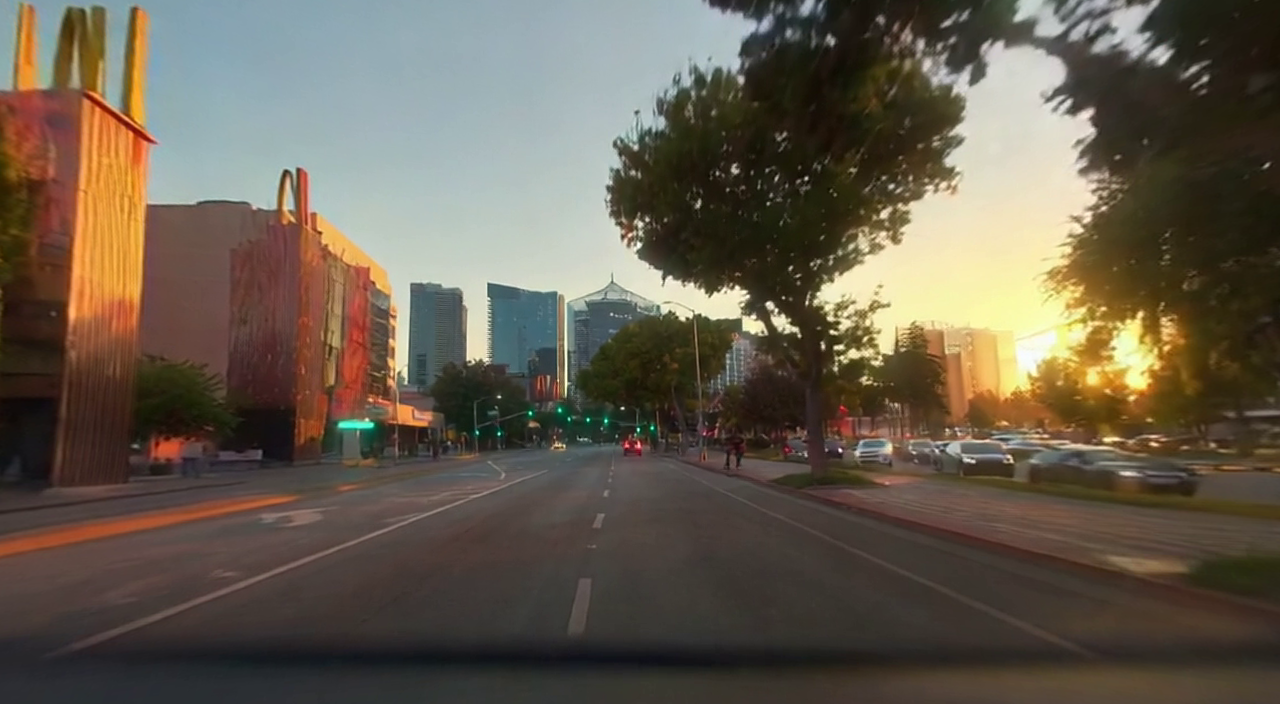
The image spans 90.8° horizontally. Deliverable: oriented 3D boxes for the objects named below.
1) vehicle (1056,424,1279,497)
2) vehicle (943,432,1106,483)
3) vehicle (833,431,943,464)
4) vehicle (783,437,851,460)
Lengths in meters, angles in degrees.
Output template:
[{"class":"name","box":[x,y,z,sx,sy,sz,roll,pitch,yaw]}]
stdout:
[{"class":"vehicle","box":[14.353,2.885,17.062,4.722,1.483,2.119,-4,-8,-3]},{"class":"vehicle","box":[13.660,3.743,22.639,4.538,1.433,2.023,-3,-7,-4]},{"class":"vehicle","box":[12.937,4.998,33.235,4.769,1.636,2.281,0,-9,-3]},{"class":"vehicle","box":[13.178,7.213,47.142,4.395,1.497,1.975,-1,-8,-2]}]
